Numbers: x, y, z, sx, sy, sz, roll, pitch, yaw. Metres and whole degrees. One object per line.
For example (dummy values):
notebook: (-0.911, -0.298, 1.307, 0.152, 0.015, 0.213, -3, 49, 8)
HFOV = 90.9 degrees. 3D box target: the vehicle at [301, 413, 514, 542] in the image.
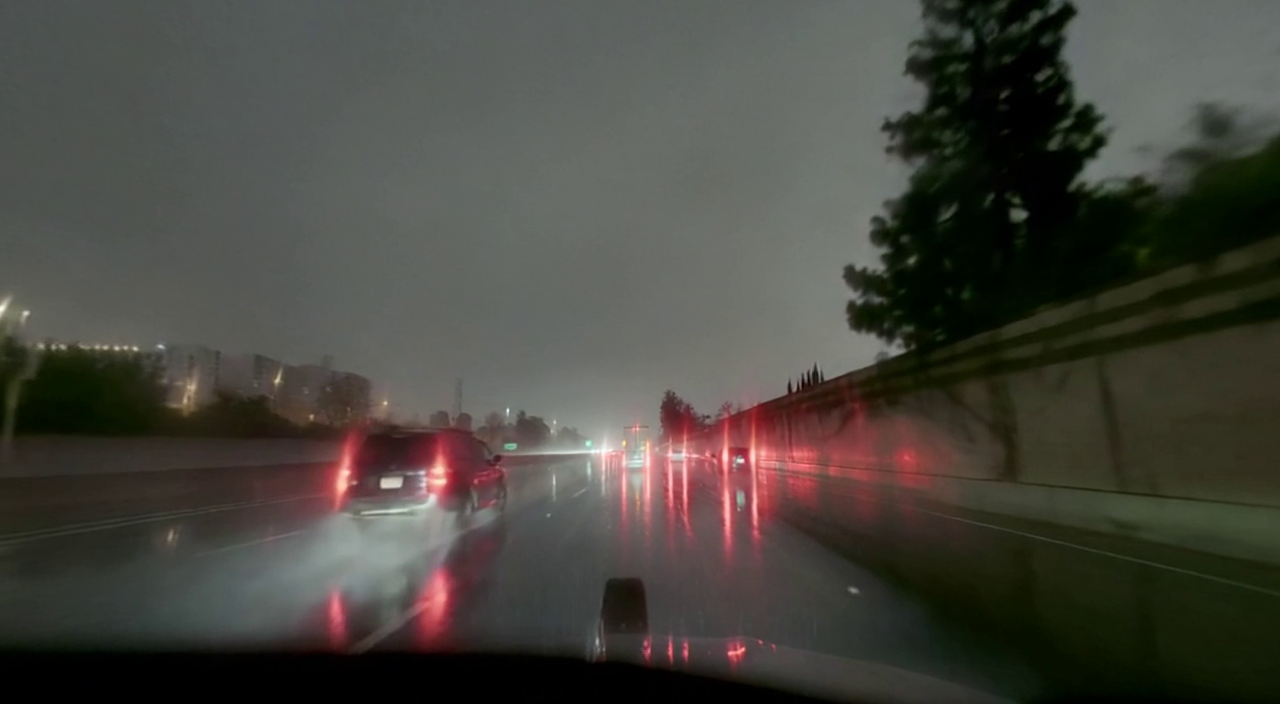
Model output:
vehicle: (-3.760, 2.126, 11.213, 2.014, 1.811, 4.369, 0, -9, 1)

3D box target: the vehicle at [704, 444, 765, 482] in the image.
vehicle: (4.069, 4.860, 27.850, 1.973, 1.536, 4.337, 0, -9, -1)
